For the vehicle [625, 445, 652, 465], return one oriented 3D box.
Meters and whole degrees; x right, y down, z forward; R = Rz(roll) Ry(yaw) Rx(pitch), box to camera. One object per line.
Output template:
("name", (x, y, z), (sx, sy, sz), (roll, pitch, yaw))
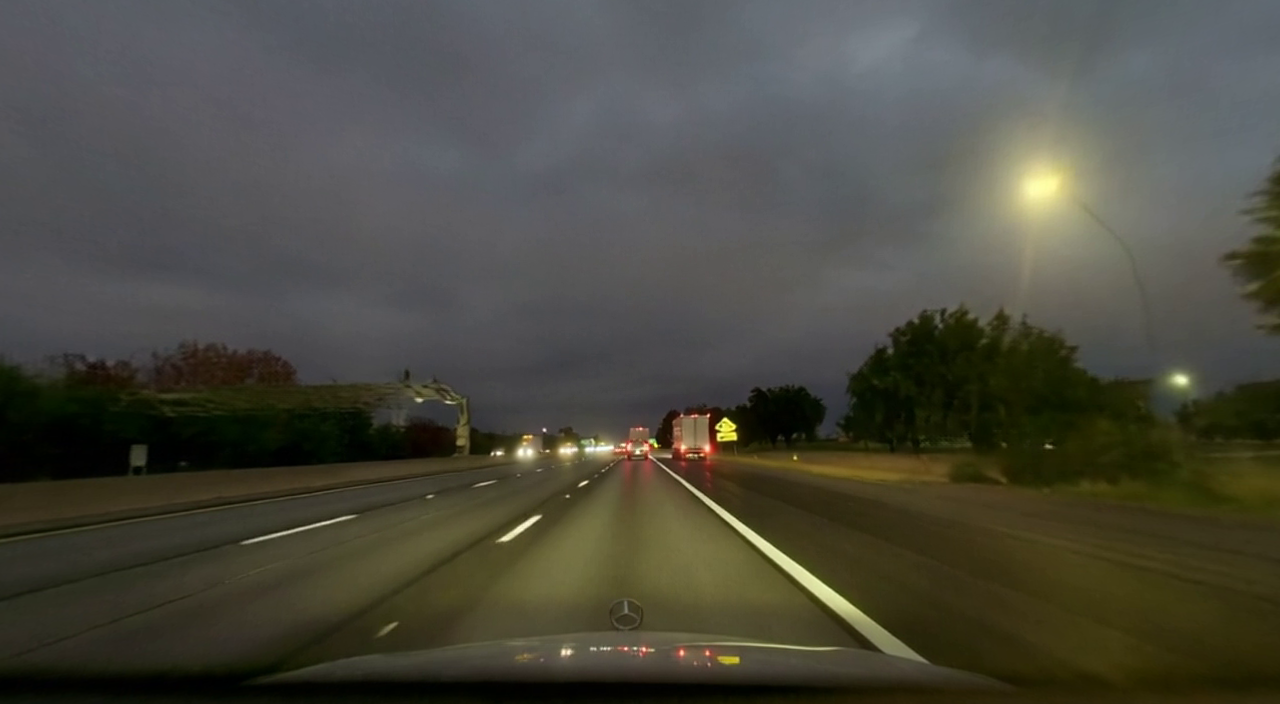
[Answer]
("vehicle", (-0.130, 7.975, 48.928), (1.972, 1.492, 3.697), (0, -9, 0))
